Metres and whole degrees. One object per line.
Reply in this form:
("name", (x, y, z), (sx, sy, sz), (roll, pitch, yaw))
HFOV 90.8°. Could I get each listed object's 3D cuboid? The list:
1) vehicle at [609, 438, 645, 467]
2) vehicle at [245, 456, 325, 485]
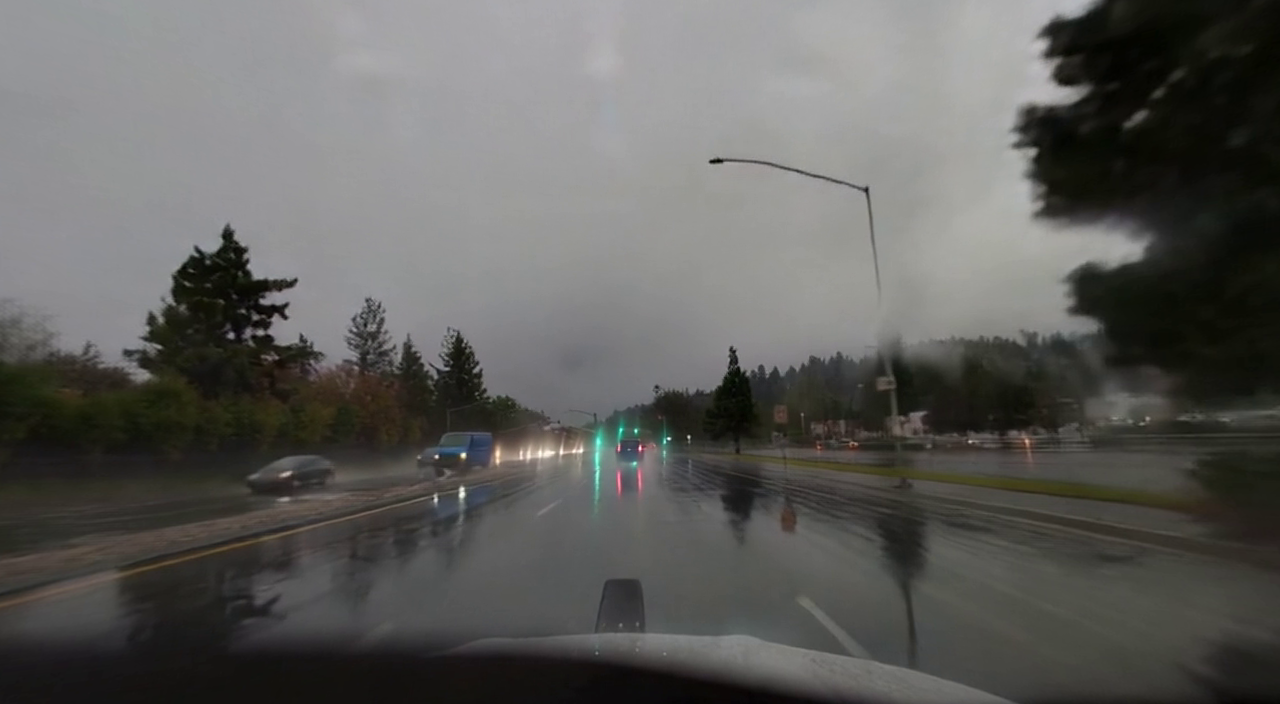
("vehicle", (-0.776, 6.390, 40.139), (2.174, 1.703, 4.231), (0, -9, 0))
("vehicle", (-20.353, 6.803, 36.496), (2.018, 1.481, 4.687), (0, -9, -1))
